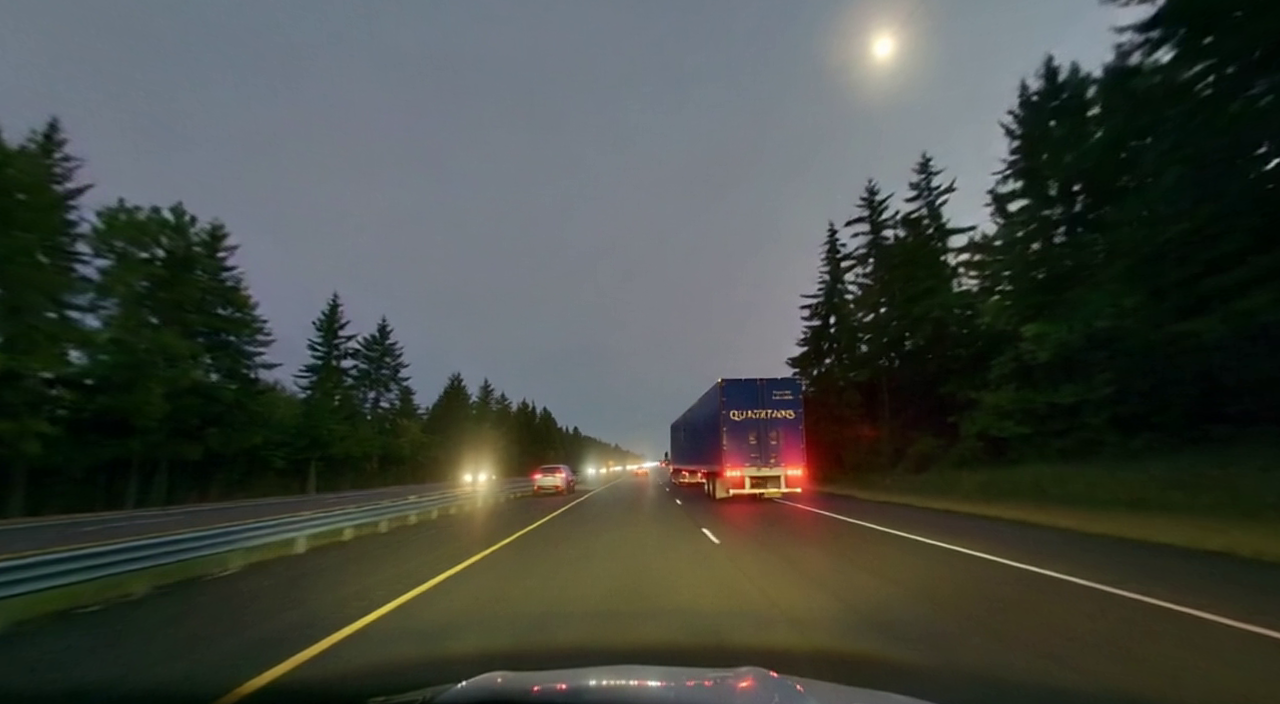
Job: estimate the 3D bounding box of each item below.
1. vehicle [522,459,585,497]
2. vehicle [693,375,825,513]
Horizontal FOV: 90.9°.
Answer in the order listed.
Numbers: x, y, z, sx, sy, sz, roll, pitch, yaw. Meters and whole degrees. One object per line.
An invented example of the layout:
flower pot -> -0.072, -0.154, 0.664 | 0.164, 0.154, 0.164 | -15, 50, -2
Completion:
vehicle -> -3.960, 5.906, 29.717 | 2.180, 1.556, 4.895 | 0, -11, 1
vehicle -> 3.948, 3.678, 24.042 | 2.871, 4.032, 10.642 | 1, -11, 0
